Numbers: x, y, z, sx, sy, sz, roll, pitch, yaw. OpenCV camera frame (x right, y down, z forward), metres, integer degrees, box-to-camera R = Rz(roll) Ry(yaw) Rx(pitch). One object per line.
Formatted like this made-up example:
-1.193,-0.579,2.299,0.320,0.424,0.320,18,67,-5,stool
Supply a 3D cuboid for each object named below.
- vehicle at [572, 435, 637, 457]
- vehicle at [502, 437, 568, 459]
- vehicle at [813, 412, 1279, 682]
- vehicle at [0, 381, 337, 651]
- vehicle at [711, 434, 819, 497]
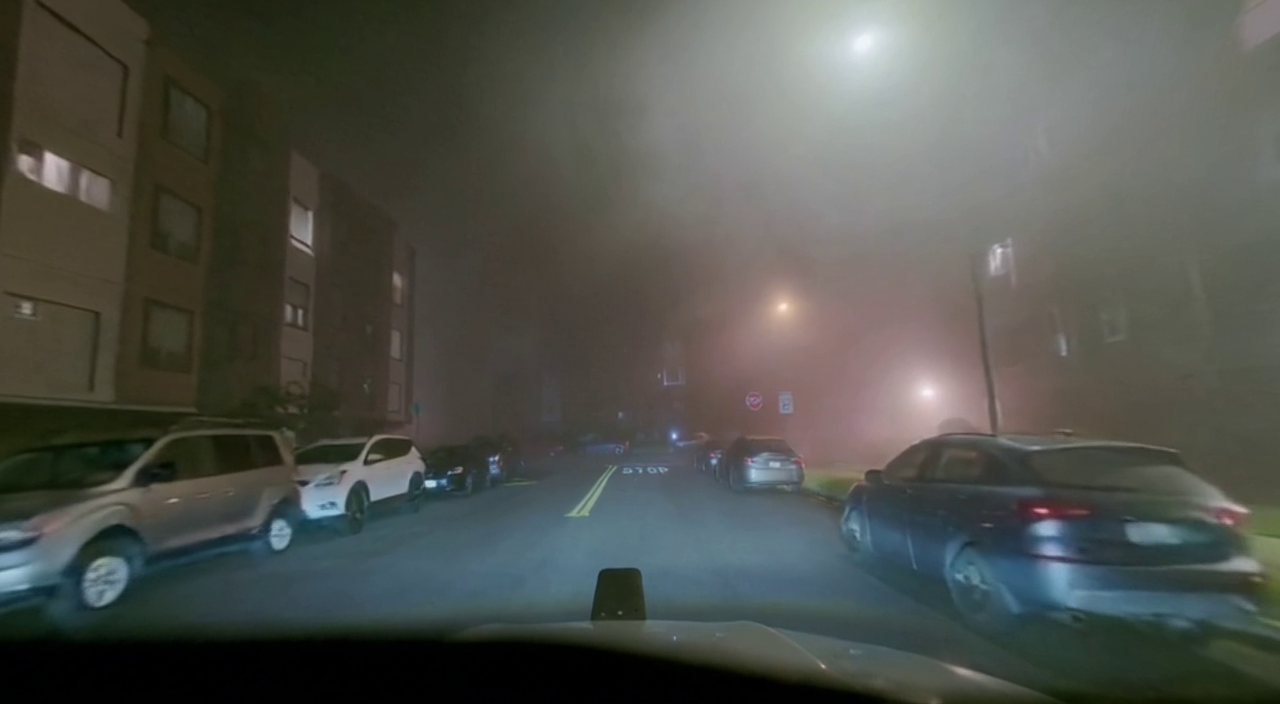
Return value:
-2.477,6.636,44.509,4.489,1.470,1.776,0,-8,-3,vehicle
-7.296,6.731,44.221,4.423,1.449,1.813,0,-8,-5,vehicle
3.346,1.405,5.908,2.008,1.479,4.622,0,-8,-2,vehicle
-5.521,1.506,6.912,2.216,1.953,4.553,0,-8,-2,vehicle
3.256,3.043,17.451,1.919,1.490,4.339,0,-8,-2,vehicle
